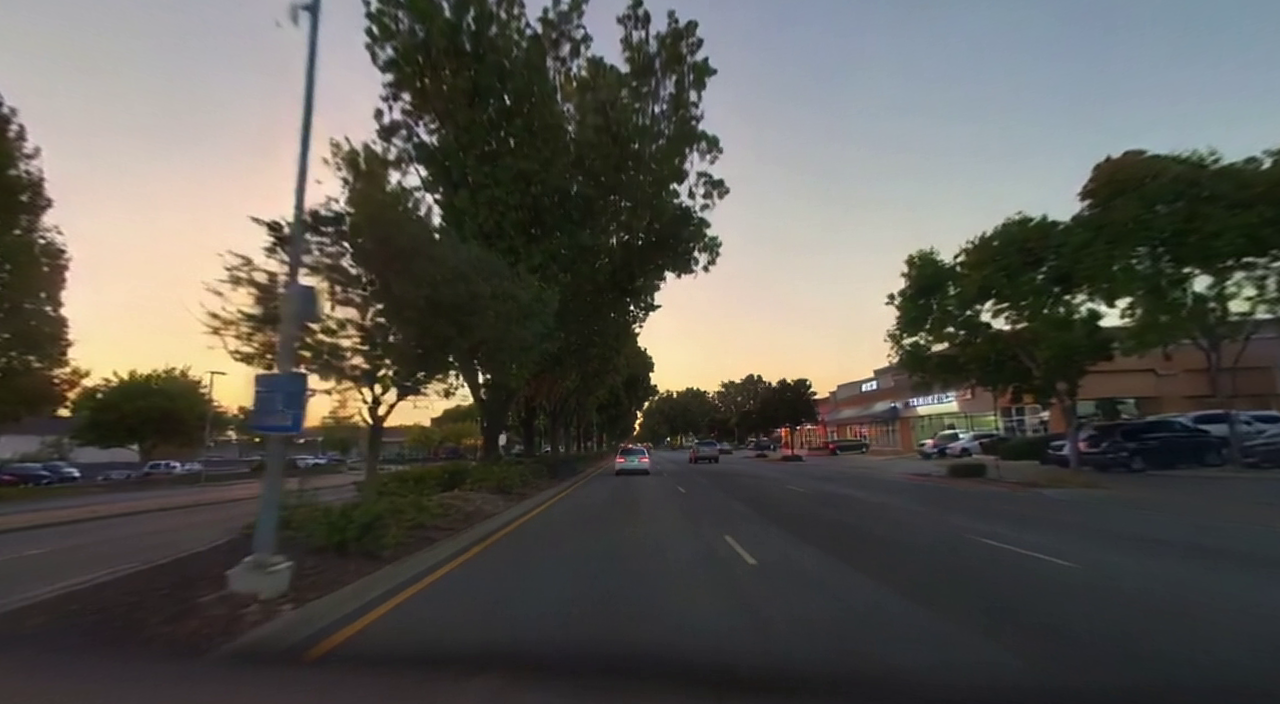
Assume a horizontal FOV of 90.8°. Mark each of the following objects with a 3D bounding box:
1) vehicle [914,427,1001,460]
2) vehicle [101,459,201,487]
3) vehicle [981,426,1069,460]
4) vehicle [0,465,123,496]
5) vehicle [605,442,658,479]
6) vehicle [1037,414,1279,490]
[{"bbox_3d":[20.622,6.011,41.437,2.356,2.005,6.308,0,-8,-1],"label":"vehicle"},{"bbox_3d":[-29.823,7.383,38.657,4.360,1.606,1.978,0,-9,-5],"label":"vehicle"},{"bbox_3d":[23.937,5.741,39.601,2.126,1.971,5.619,-1,-9,3],"label":"vehicle"},{"bbox_3d":[-30.552,6.790,33.483,4.497,1.450,2.010,0,-8,-1],"label":"vehicle"},{"bbox_3d":[-0.333,4.660,27.456,2.126,1.475,3.967,0,-8,0],"label":"vehicle"},{"bbox_3d":[16.428,3.146,20.358,2.454,1.973,7.124,-1,-8,-1],"label":"vehicle"}]
